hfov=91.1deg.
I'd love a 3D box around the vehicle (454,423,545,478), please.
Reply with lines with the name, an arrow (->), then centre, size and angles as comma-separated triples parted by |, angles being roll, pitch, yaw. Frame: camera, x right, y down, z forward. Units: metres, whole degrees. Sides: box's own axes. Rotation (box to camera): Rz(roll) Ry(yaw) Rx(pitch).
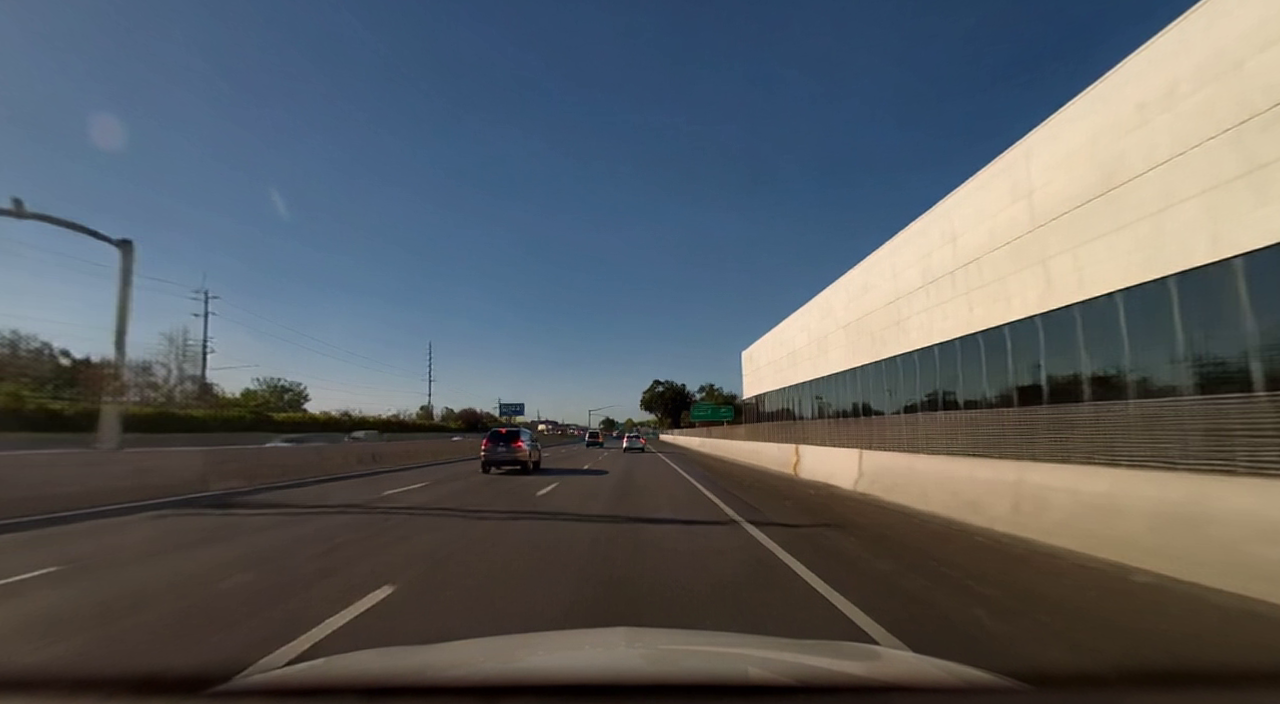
vehicle -> -4.546, 3.265, 21.135 | 2.036, 1.612, 4.510 | 0, -8, 0

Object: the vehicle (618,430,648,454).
vehicle -> -0.486, 6.360, 44.438 | 2.036, 1.637, 4.009 | 0, -8, -1

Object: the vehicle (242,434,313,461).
vehicle -> -21.179, 5.574, 36.927 | 1.807, 1.443, 3.987 | 0, -8, -1
